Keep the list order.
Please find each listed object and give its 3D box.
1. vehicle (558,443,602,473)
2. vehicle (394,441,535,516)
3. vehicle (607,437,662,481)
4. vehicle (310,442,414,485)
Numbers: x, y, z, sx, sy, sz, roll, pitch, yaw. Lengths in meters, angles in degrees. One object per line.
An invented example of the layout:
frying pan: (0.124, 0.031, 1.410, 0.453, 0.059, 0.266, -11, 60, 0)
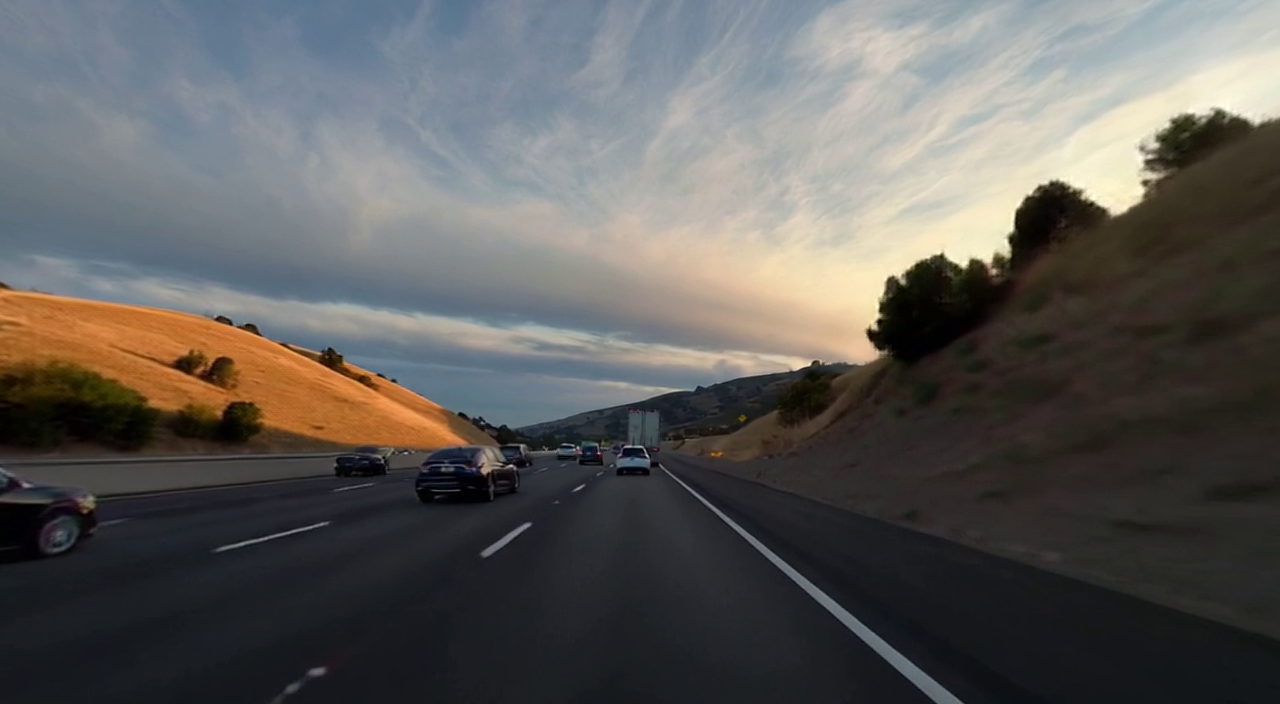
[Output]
vehicle: (-3.564, 6.389, 38.297, 2.155, 1.661, 4.477, 0, -9, 1)
vehicle: (-3.901, 2.880, 14.929, 1.943, 1.468, 4.547, 0, -9, 1)
vehicle: (-0.219, 4.725, 28.067, 2.281, 1.795, 4.297, 1, -9, 0)
vehicle: (-10.795, 4.352, 24.849, 1.950, 1.507, 4.527, 0, -9, 1)
